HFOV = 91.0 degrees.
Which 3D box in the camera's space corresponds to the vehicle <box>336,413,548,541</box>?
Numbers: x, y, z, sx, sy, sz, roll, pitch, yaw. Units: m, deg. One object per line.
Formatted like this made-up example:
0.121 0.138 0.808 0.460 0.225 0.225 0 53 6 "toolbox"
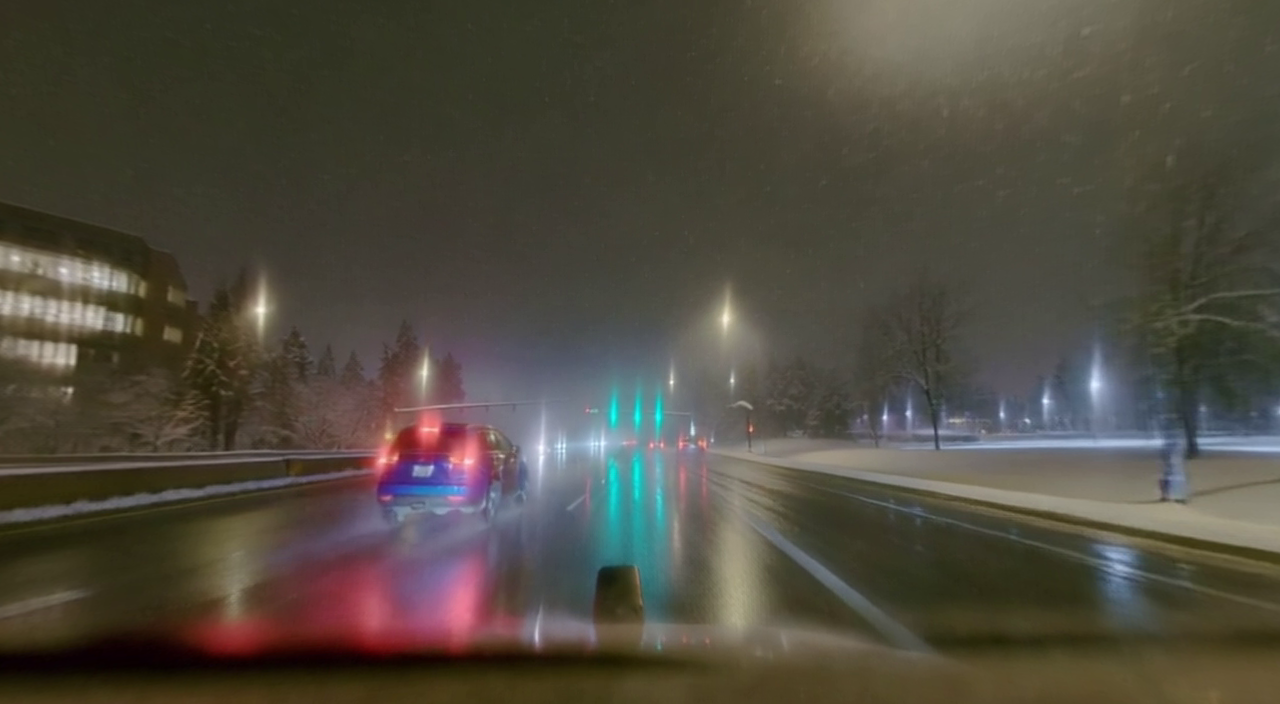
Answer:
-3.017 2.023 10.836 2.033 1.713 4.503 0 -8 2 "vehicle"
